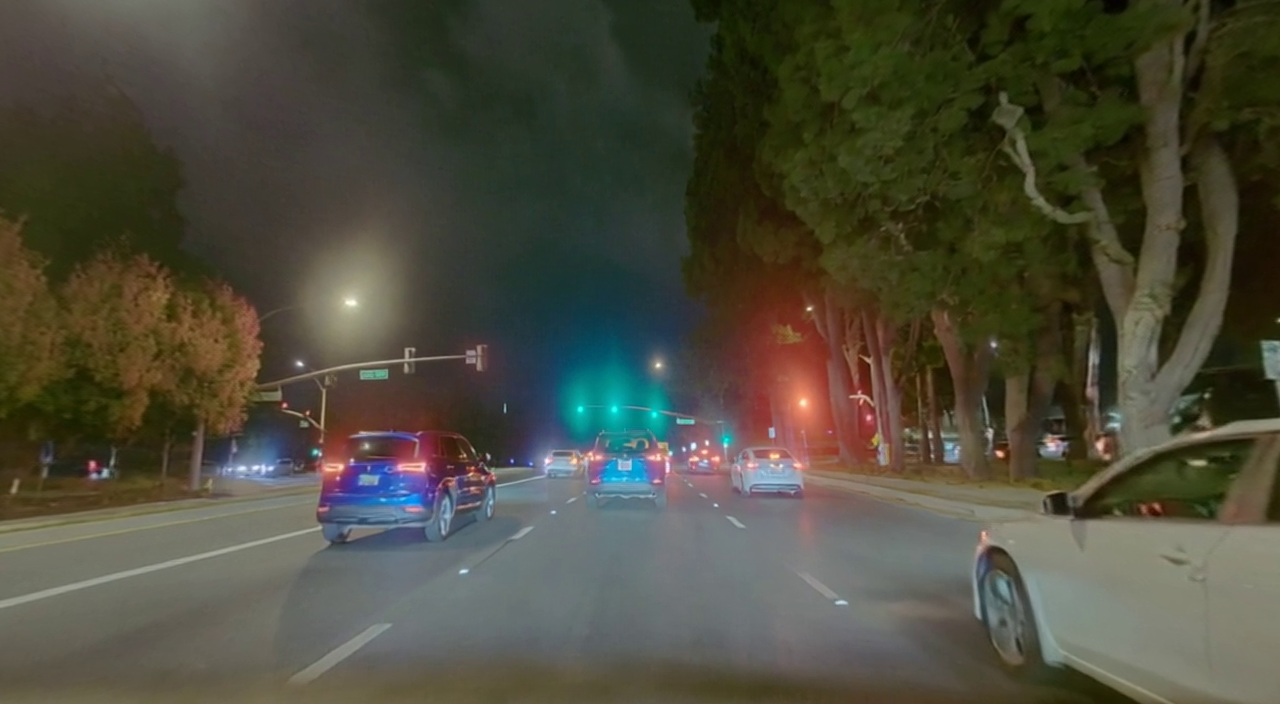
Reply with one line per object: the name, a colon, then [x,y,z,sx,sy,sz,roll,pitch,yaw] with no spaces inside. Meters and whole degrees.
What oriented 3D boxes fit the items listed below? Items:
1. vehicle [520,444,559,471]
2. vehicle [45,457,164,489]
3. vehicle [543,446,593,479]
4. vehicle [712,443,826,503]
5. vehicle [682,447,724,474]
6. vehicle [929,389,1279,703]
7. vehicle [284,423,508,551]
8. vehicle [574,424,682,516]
vehicle: [-6.807,7.220,43.233,2.051,1.722,4.412,0,-8,-1]
vehicle: [-34.041,7.669,40.194,5.352,1.850,2.276,0,-8,-2]
vehicle: [-3.478,5.404,31.052,1.897,1.479,4.204,0,-8,1]
vehicle: [3.505,3.385,18.169,2.036,1.480,4.659,0,-8,-3]
vehicle: [3.668,6.372,37.291,1.996,1.443,4.270,0,-8,-1]
vehicle: [3.009,0.889,2.132,1.976,1.491,4.427,0,-8,0]
vehicle: [-3.759,2.146,10.720,2.039,1.709,4.265,0,-8,1]
vehicle: [-0.240,2.677,14.807,2.132,1.816,4.471,0,-8,0]
